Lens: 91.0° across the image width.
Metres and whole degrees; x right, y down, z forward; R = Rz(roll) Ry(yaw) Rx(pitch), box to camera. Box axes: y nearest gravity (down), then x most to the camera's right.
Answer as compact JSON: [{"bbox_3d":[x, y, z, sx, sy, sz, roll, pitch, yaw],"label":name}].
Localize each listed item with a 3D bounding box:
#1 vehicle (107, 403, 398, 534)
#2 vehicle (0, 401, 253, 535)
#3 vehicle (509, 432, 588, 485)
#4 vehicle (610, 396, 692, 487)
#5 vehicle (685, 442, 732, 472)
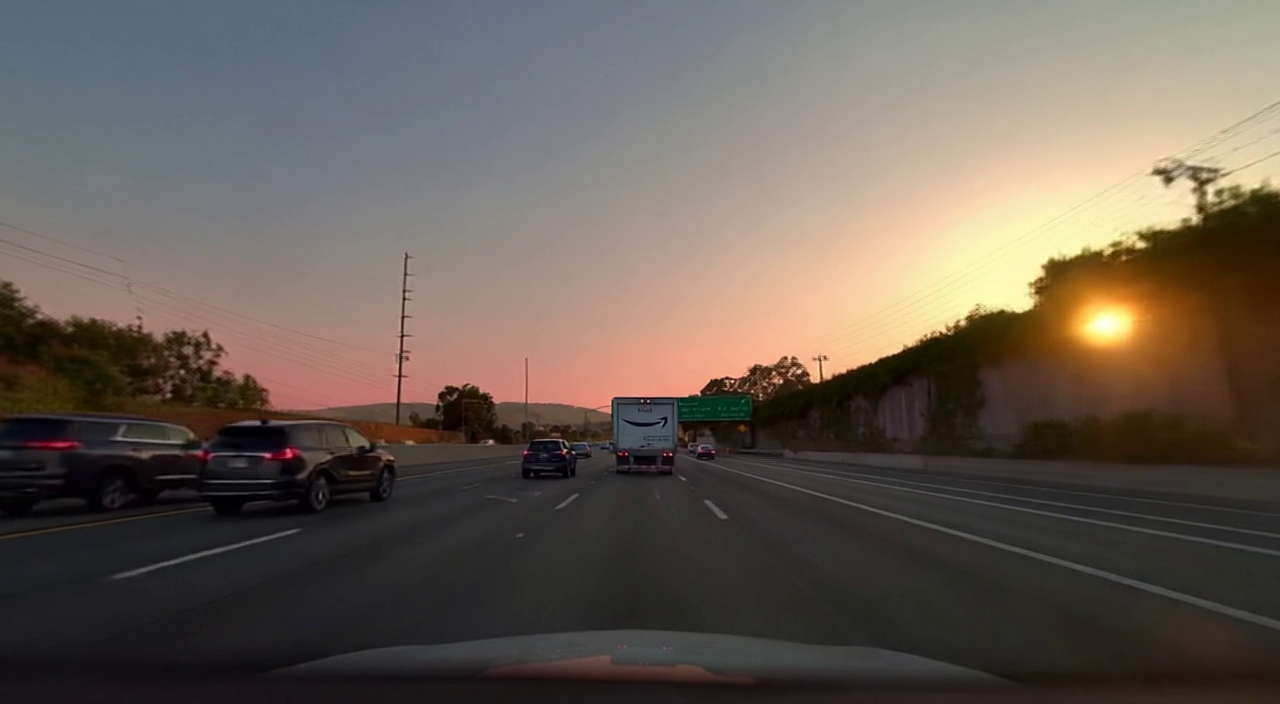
[{"bbox_3d":[-6.577,2.054,11.672,2.101,1.858,5.071,0,-9,1],"label":"vehicle"},{"bbox_3d":[-10.217,2.012,11.430,2.454,1.857,6.221,0,-9,0],"label":"vehicle"},{"bbox_3d":[-3.104,3.717,22.240,2.095,1.688,4.188,0,-9,1],"label":"vehicle"},{"bbox_3d":[0.314,3.156,22.095,2.456,2.705,6.251,0,-9,0],"label":"vehicle"},{"bbox_3d":[3.628,5.664,34.185,1.970,1.499,4.491,1,-9,-1],"label":"vehicle"}]
